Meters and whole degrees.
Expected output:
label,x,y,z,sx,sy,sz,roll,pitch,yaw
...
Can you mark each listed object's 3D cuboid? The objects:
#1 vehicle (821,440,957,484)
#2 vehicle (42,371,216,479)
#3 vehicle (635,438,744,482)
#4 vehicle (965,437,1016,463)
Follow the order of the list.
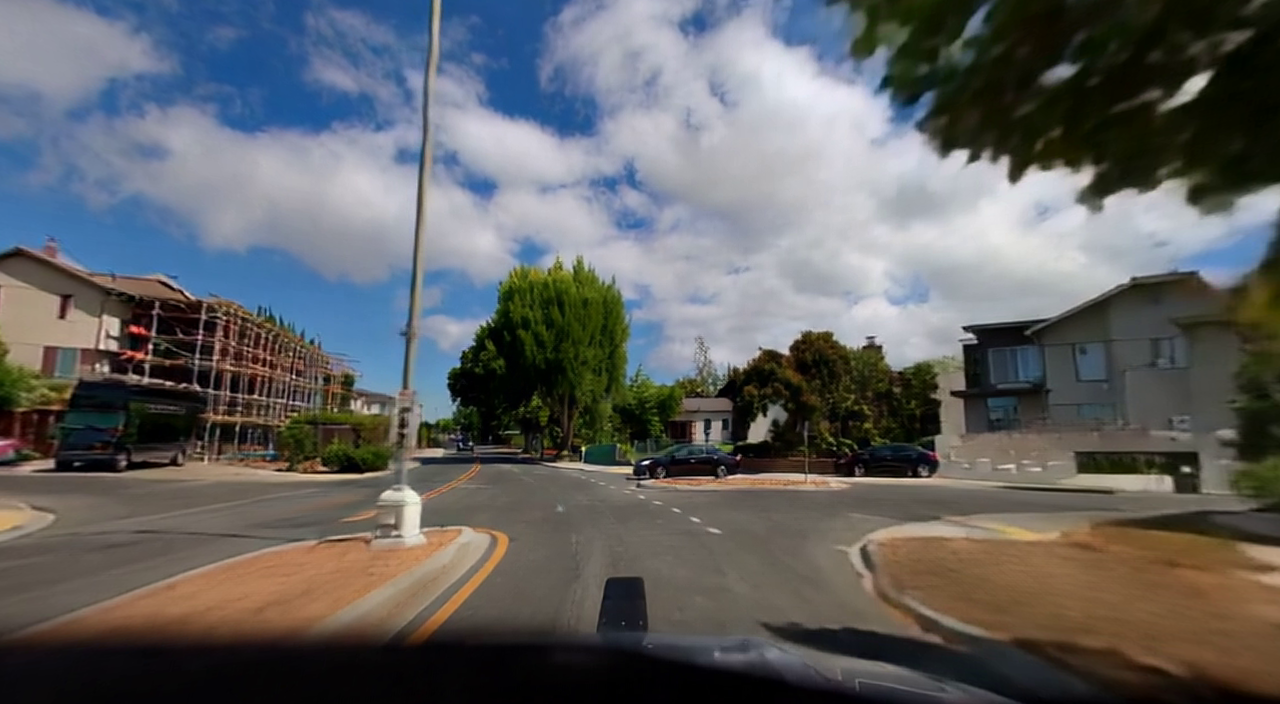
label,x,y,z,sx,sy,sz,roll,pitch,yaw
vehicle,9.468,4.219,24.295,4.378,1.543,2.080,0,-9,2
vehicle,-19.248,2.784,24.274,2.438,3.594,5.582,3,-6,-9
vehicle,1.817,4.081,23.871,3.772,1.531,1.949,2,-9,-8
vehicle,21.237,5.958,38.304,1.825,1.482,4.073,-2,-9,17
